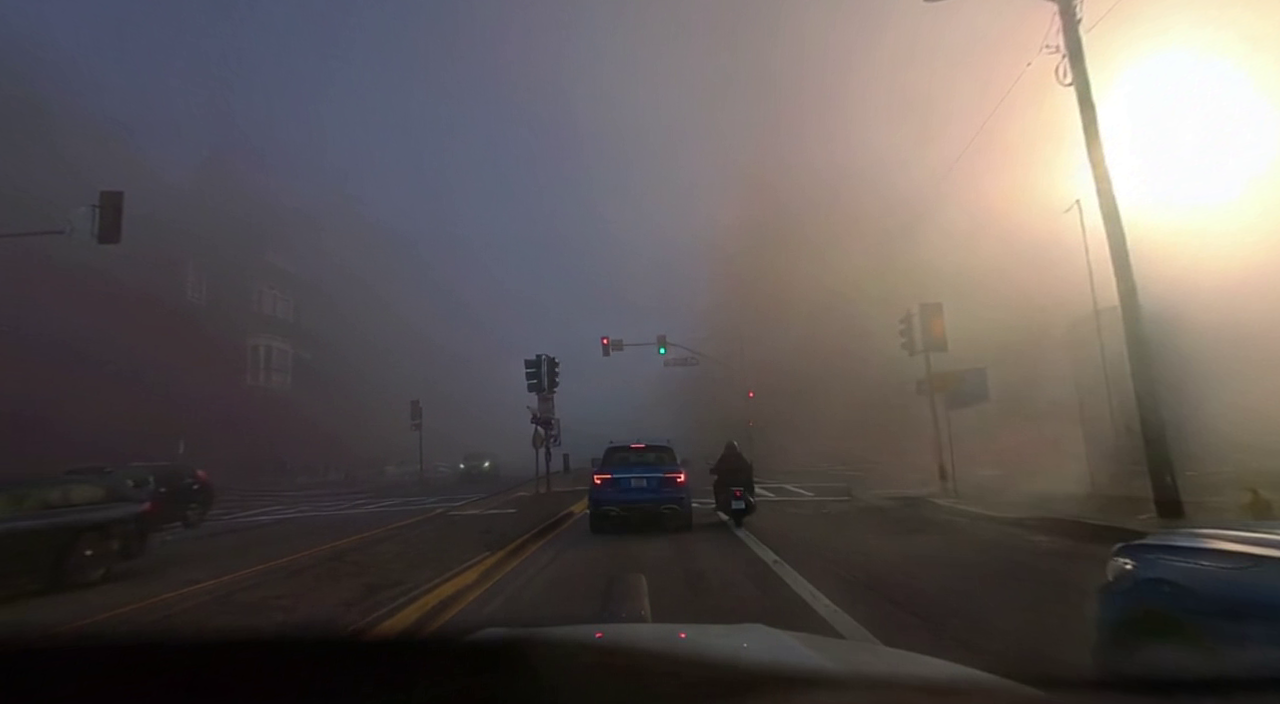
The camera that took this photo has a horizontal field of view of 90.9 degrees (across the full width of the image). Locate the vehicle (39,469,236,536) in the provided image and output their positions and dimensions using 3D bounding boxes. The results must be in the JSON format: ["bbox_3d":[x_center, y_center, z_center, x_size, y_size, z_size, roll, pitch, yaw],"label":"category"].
[{"bbox_3d":[-14.263,4.259,18.415,1.963,1.492,4.885,0,-9,-4],"label":"vehicle"}]

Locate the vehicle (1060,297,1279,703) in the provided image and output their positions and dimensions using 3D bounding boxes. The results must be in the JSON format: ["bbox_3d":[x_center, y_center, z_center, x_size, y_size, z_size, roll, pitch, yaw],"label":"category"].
[{"bbox_3d":[2.679,0.504,0.312,1.939,1.709,4.323,0,-9,0],"label":"vehicle"}]

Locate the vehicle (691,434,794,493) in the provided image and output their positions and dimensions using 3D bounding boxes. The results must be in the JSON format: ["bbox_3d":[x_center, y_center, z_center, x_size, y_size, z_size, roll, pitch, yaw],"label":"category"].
[{"bbox_3d":[2.866,3.245,18.707,2.101,1.507,4.355,0,-9,-3],"label":"vehicle"}]

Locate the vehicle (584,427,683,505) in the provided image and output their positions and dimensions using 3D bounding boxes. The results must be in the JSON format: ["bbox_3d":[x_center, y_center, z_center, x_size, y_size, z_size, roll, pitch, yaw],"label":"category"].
[{"bbox_3d":[-0.162,2.934,16.602,2.265,1.748,4.130,0,-9,0],"label":"vehicle"}]
